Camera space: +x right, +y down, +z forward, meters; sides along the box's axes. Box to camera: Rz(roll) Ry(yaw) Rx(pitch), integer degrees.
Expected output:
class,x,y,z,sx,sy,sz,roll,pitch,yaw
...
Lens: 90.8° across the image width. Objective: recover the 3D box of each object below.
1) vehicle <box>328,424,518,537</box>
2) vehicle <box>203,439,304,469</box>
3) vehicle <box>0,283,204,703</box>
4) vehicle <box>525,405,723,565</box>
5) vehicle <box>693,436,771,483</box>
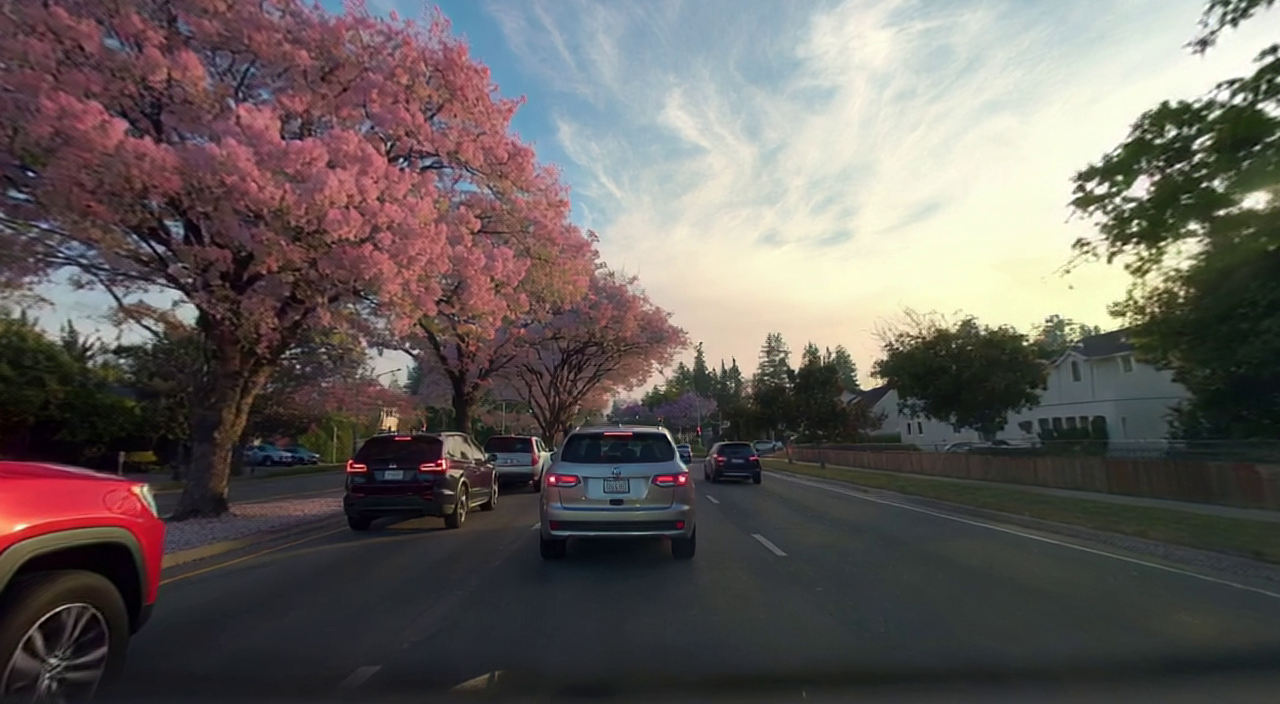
class,x,y,z,sx,sy,sz,roll,pitch,yaw
vehicle,-3.661,2.234,11.648,1.948,1.668,4.279,0,-8,0
vehicle,-28.492,7.526,46.840,5.856,2.096,2.481,3,-9,-18
vehicle,-3.530,0.513,0.937,2.304,1.928,4.833,0,-8,0
vehicle,-0.192,1.728,8.864,2.112,1.693,4.058,0,-8,-1
vehicle,3.244,3.890,23.186,2.056,1.536,4.678,0,-8,-1
